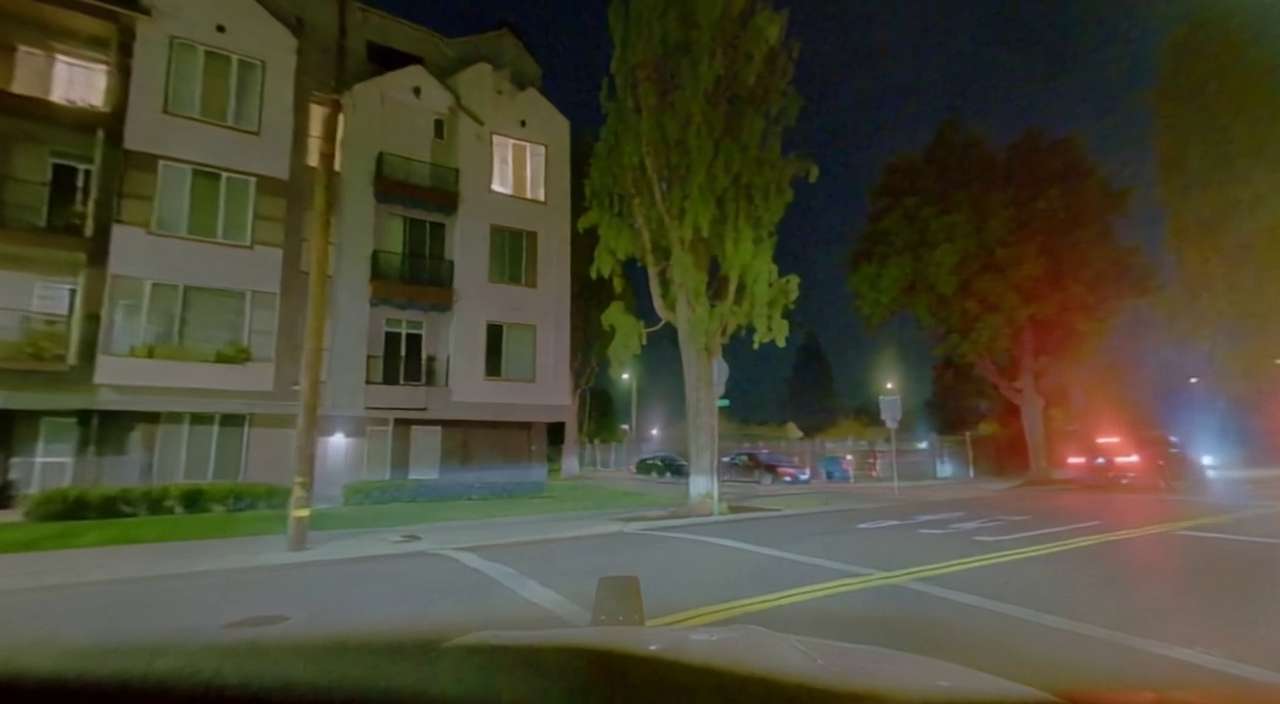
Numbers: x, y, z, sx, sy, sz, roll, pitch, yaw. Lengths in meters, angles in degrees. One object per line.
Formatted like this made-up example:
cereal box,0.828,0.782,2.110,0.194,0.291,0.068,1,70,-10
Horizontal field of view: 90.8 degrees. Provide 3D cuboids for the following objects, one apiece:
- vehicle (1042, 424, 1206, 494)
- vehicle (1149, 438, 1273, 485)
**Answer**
vehicle,14.185,3.071,18.493,4.619,1.817,1.993,4,-10,-29
vehicle,19.423,3.666,21.452,4.313,1.462,1.789,5,-10,-30
